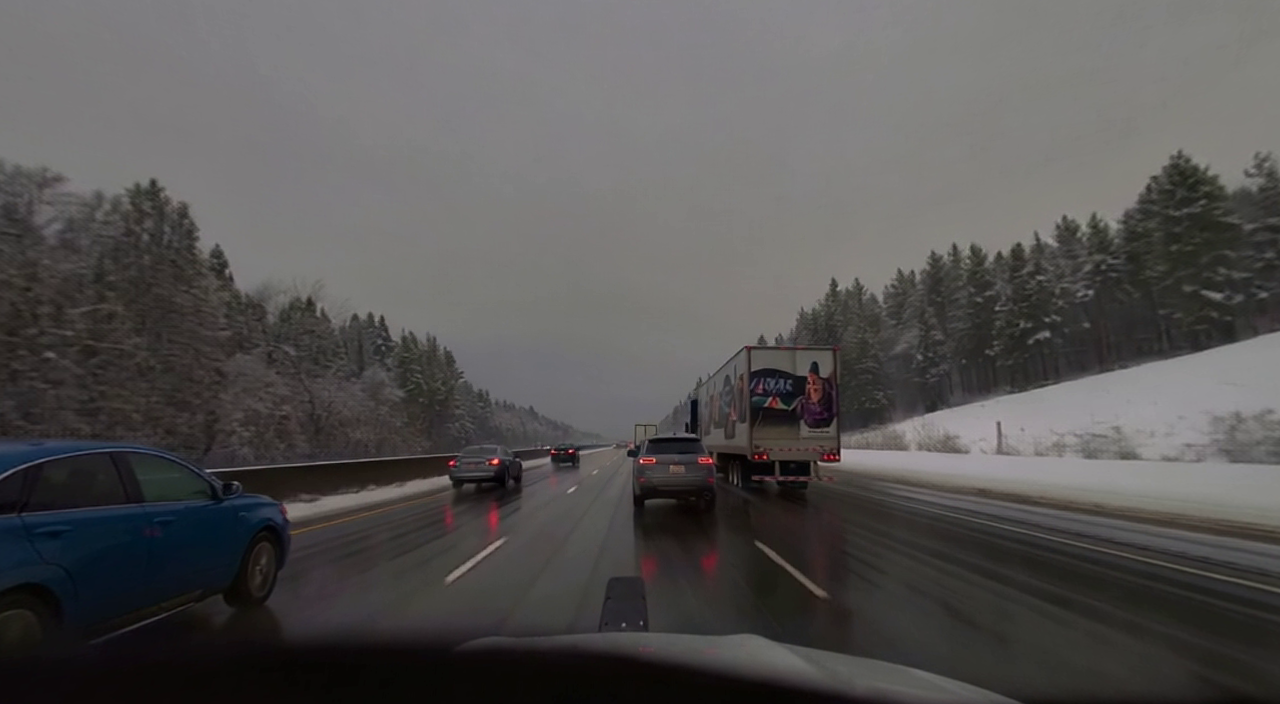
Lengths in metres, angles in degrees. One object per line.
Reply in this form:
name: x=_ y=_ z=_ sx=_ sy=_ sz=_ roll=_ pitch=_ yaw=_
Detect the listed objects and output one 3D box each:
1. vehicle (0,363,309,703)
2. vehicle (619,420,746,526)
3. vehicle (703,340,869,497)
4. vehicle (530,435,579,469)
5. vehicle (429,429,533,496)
vehicle: x=-4.072 y=0.968 z=3.540 sx=1.983 sy=1.666 sz=4.452 roll=0 pitch=-8 yaw=0
vehicle: x=0.634 y=2.186 z=11.840 sx=2.017 sy=1.662 sz=3.543 roll=0 pitch=-8 yaw=-1
vehicle: x=4.472 y=2.711 z=23.497 sx=2.828 sy=4.081 sz=14.220 roll=0 pitch=-8 yaw=0
vehicle: x=-4.541 y=5.380 z=33.999 sx=2.014 sy=1.683 sz=4.275 roll=0 pitch=-8 yaw=1
vehicle: x=-4.277 y=3.023 z=17.580 sx=1.905 sy=1.642 sz=3.803 roll=0 pitch=-8 yaw=0
